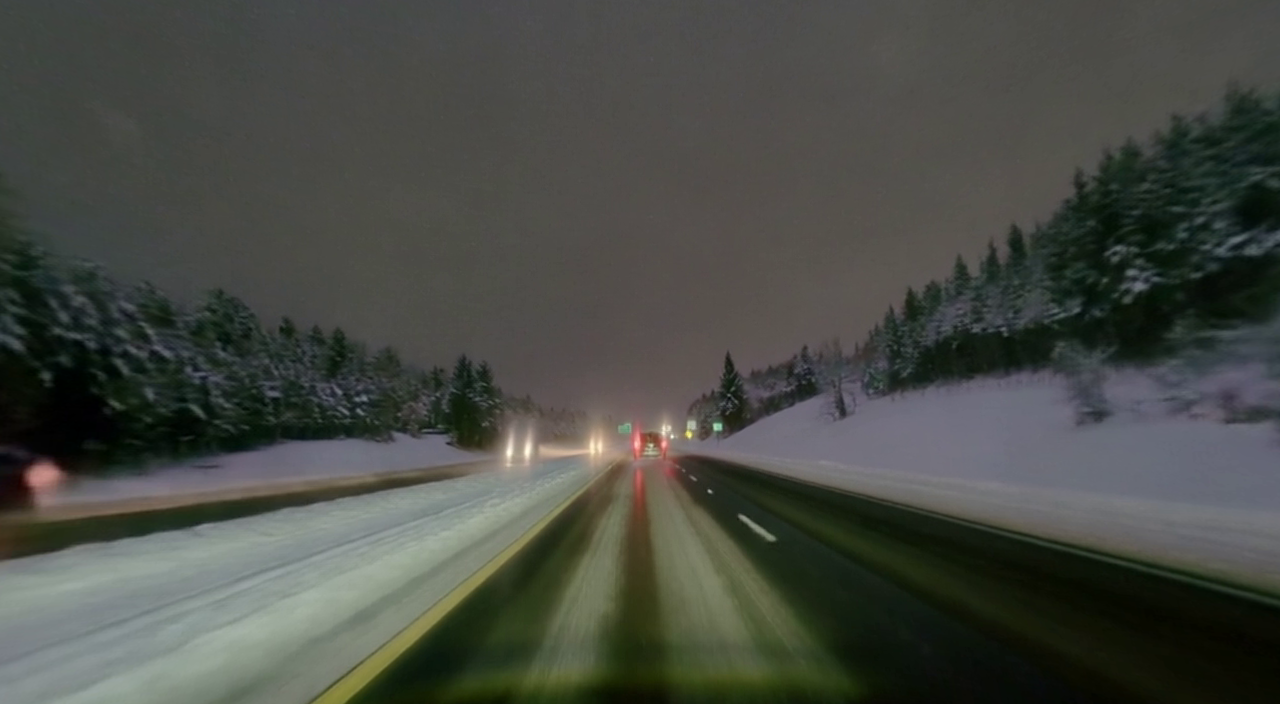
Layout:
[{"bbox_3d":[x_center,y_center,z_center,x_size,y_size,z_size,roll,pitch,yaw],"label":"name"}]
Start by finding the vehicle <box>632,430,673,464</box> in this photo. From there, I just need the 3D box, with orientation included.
[{"bbox_3d":[0.723,5.691,37.815,2.301,1.944,4.554,0,-8,1],"label":"vehicle"}]

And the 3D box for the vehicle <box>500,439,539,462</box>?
[{"bbox_3d":[-8.185,6.715,43.013,1.863,1.529,4.010,0,-8,1],"label":"vehicle"}]
